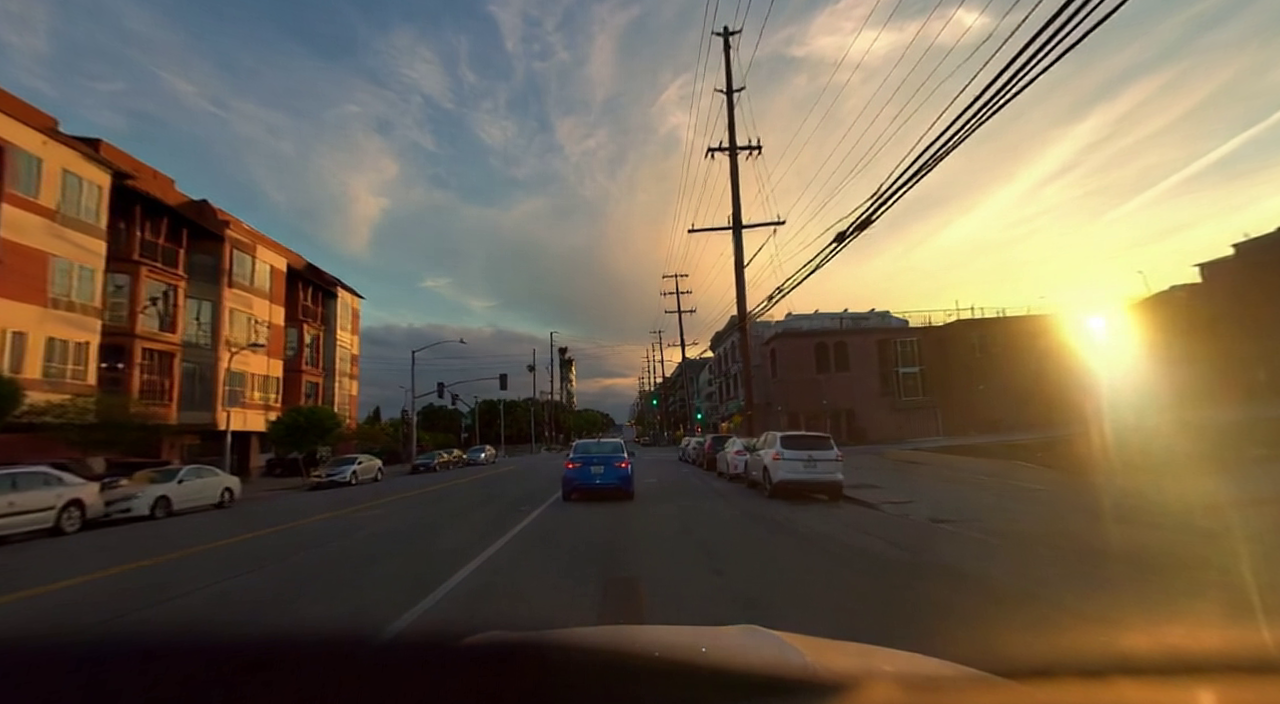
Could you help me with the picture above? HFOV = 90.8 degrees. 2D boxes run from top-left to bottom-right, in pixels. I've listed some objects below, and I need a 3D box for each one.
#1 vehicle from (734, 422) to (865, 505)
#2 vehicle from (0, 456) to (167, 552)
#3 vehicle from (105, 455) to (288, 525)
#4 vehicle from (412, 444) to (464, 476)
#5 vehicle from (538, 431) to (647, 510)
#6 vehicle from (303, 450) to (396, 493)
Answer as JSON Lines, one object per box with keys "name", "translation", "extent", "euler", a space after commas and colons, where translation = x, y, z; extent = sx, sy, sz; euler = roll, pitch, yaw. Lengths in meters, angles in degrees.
{"name": "vehicle", "translation": [3.658, 2.646, 15.423], "extent": [1.967, 1.721, 4.410], "euler": [0, -8, -1]}
{"name": "vehicle", "translation": [-12.009, 2.867, 11.863], "extent": [2.242, 1.534, 5.414], "euler": [-4, -8, -2]}
{"name": "vehicle", "translation": [-12.070, 3.724, 17.704], "extent": [1.850, 1.487, 4.711], "euler": [-4, -8, -2]}
{"name": "vehicle", "translation": [-12.266, 6.551, 38.634], "extent": [2.011, 1.687, 4.079], "euler": [-3, -8, -2]}
{"name": "vehicle", "translation": [-0.906, 2.563, 14.154], "extent": [2.019, 1.453, 4.603], "euler": [0, -8, 0]}
{"name": "vehicle", "translation": [-12.138, 4.963, 26.725], "extent": [1.868, 1.491, 4.367], "euler": [-4, -8, 0]}
